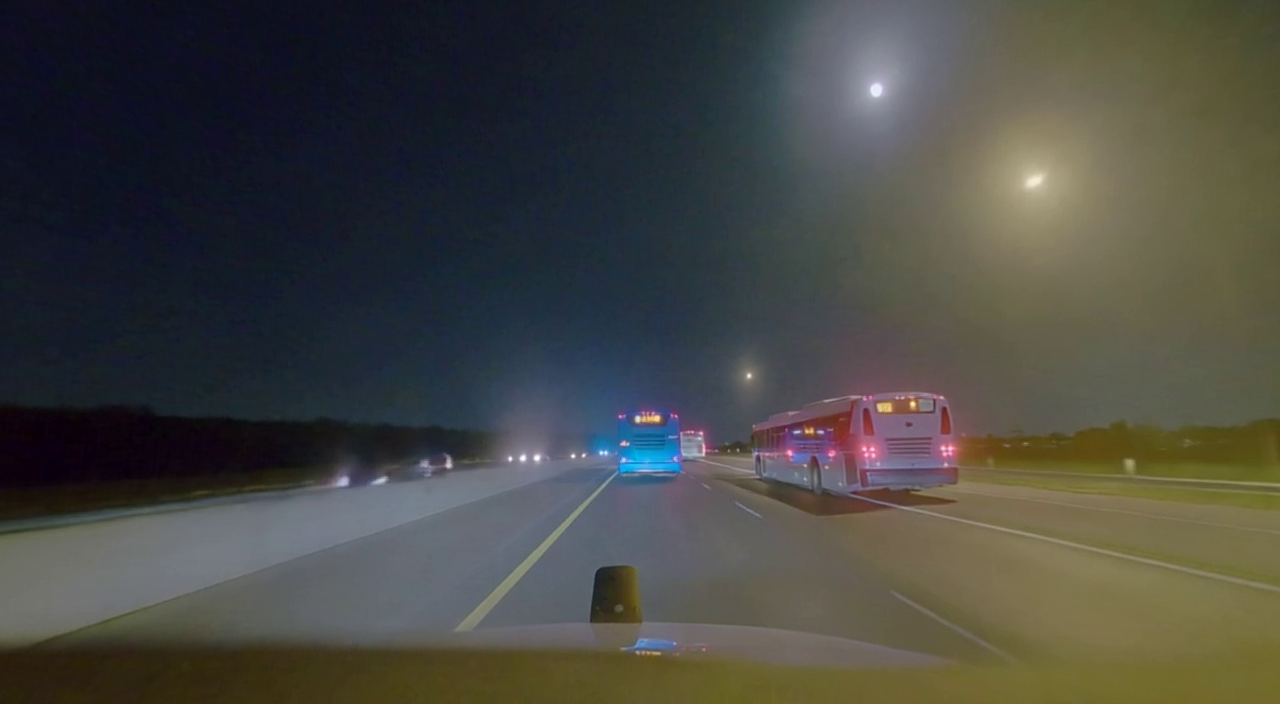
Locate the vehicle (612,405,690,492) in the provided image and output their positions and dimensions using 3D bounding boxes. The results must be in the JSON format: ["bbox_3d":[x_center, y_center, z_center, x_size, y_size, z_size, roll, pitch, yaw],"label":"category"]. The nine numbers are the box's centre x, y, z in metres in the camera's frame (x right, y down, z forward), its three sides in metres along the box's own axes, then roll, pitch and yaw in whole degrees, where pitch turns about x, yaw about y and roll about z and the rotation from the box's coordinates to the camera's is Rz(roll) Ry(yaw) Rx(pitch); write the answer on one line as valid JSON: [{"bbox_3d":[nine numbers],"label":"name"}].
[{"bbox_3d":[0.287,3.422,22.344,2.414,2.675,5.574,0,-9,-1],"label":"vehicle"}]

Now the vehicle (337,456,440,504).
[{"bbox_3d":[-9.174,4.683,23.315,1.917,1.523,4.526,-1,-9,1],"label":"vehicle"}]
